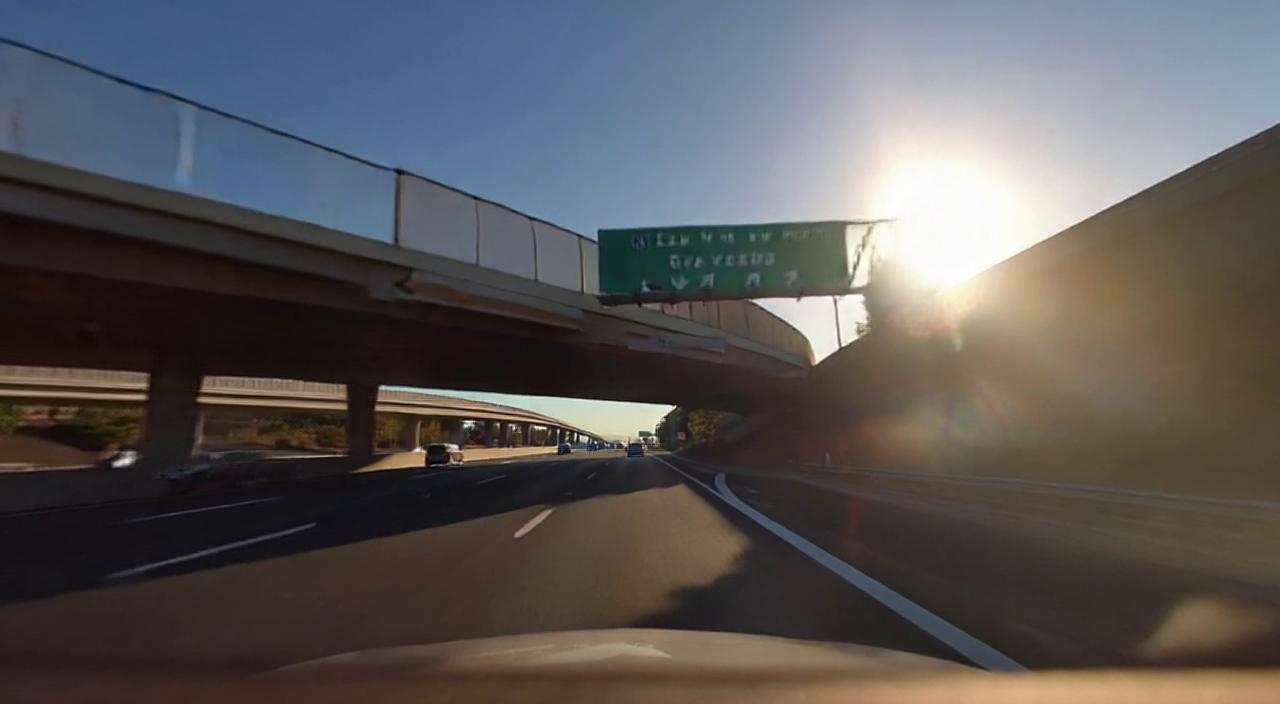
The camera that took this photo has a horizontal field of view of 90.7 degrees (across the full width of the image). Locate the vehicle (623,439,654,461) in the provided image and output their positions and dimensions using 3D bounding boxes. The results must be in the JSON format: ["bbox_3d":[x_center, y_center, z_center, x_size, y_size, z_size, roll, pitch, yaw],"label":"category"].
[{"bbox_3d":[-0.124,7.015,45.273,2.086,1.472,4.168,0,-8,0],"label":"vehicle"}]

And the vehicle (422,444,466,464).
[{"bbox_3d":[-14.860,7.744,48.228,1.969,1.486,4.395,0,-8,0],"label":"vehicle"}]
